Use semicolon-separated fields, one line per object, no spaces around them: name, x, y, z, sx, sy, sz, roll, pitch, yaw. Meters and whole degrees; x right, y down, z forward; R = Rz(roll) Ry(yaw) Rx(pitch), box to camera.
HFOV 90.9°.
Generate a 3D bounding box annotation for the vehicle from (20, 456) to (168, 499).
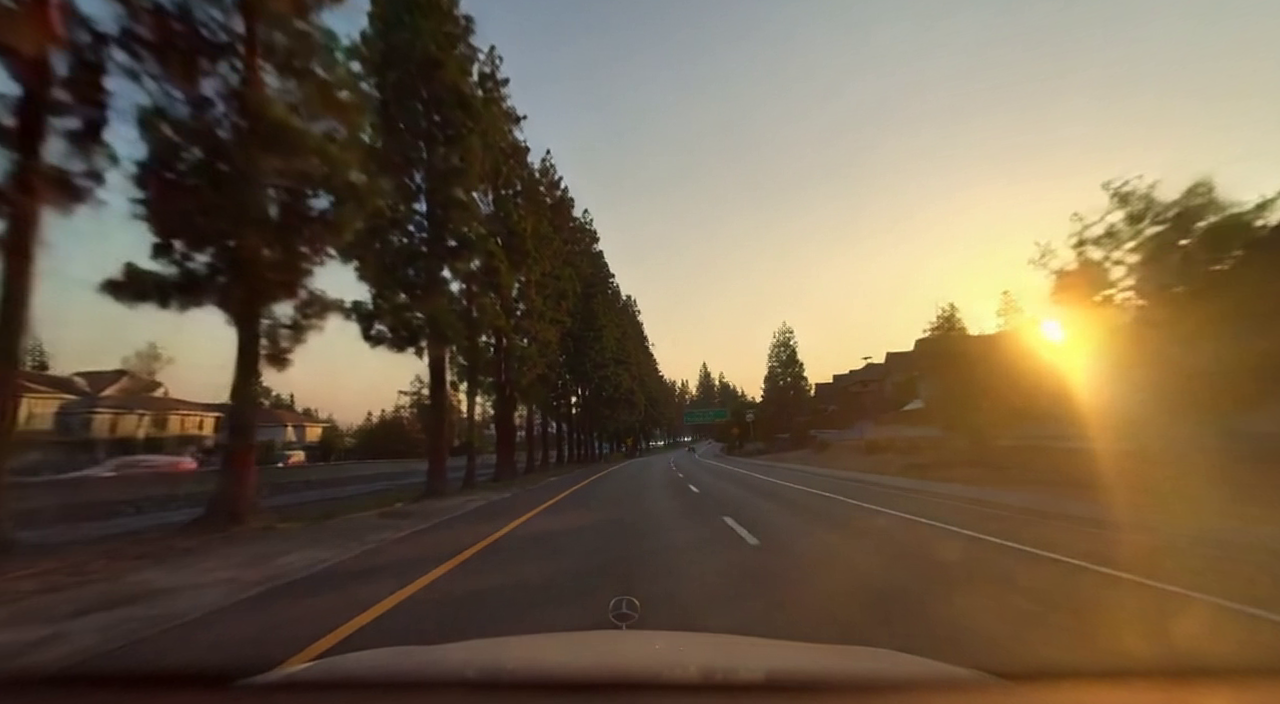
vehicle;-21.731;4.986;25.413;1.864;1.460;4.509;-1;-8;2
